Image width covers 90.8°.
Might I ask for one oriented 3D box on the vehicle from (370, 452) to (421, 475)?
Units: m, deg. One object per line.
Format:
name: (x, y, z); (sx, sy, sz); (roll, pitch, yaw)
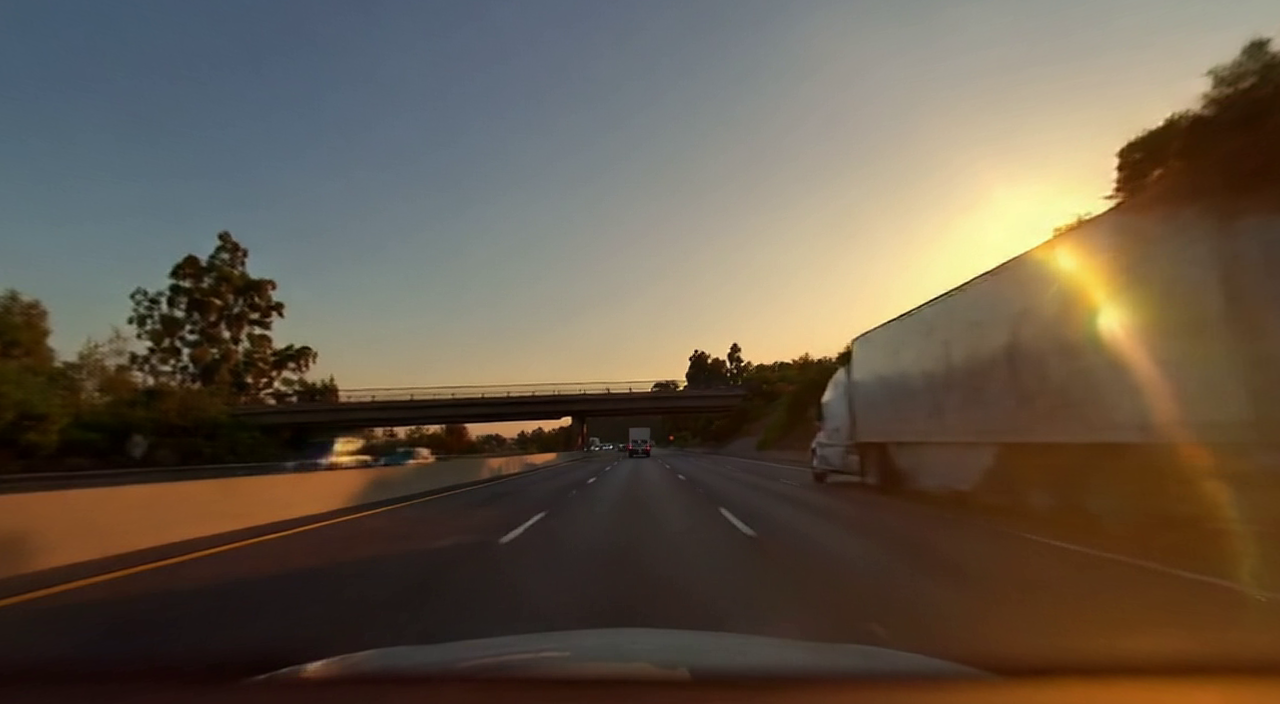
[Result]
vehicle: (-16.727, 7.611, 43.380); (1.789, 1.473, 4.215); (0, -9, 0)

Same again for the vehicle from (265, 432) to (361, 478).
vehicle: (-21.181, 6.733, 41.408); (2.287, 2.687, 7.408); (0, -9, 0)

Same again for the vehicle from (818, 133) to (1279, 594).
vehicle: (7.164, 1.167, 12.722); (2.937, 4.105, 14.800); (0, -9, 1)
